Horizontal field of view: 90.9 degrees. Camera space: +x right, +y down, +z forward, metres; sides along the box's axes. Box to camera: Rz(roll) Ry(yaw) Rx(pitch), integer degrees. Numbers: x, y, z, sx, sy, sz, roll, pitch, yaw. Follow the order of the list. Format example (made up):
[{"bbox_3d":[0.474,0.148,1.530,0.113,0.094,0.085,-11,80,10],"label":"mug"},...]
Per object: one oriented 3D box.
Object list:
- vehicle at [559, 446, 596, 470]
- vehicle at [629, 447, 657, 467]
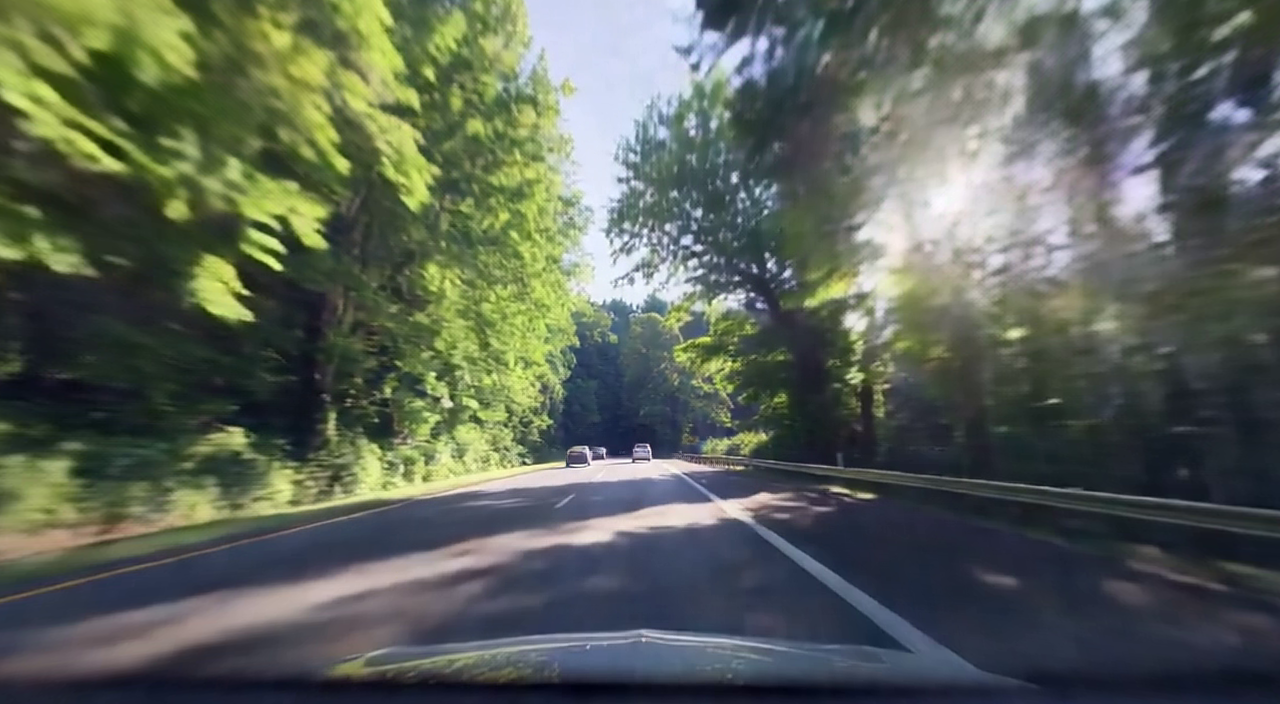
[{"bbox_3d":[-4.106,7.056,42.119,2.112,1.498,4.117,0,-9,-1],"label":"vehicle"},{"bbox_3d":[0.225,8.016,48.157,1.989,1.402,3.831,0,-9,0],"label":"vehicle"}]
